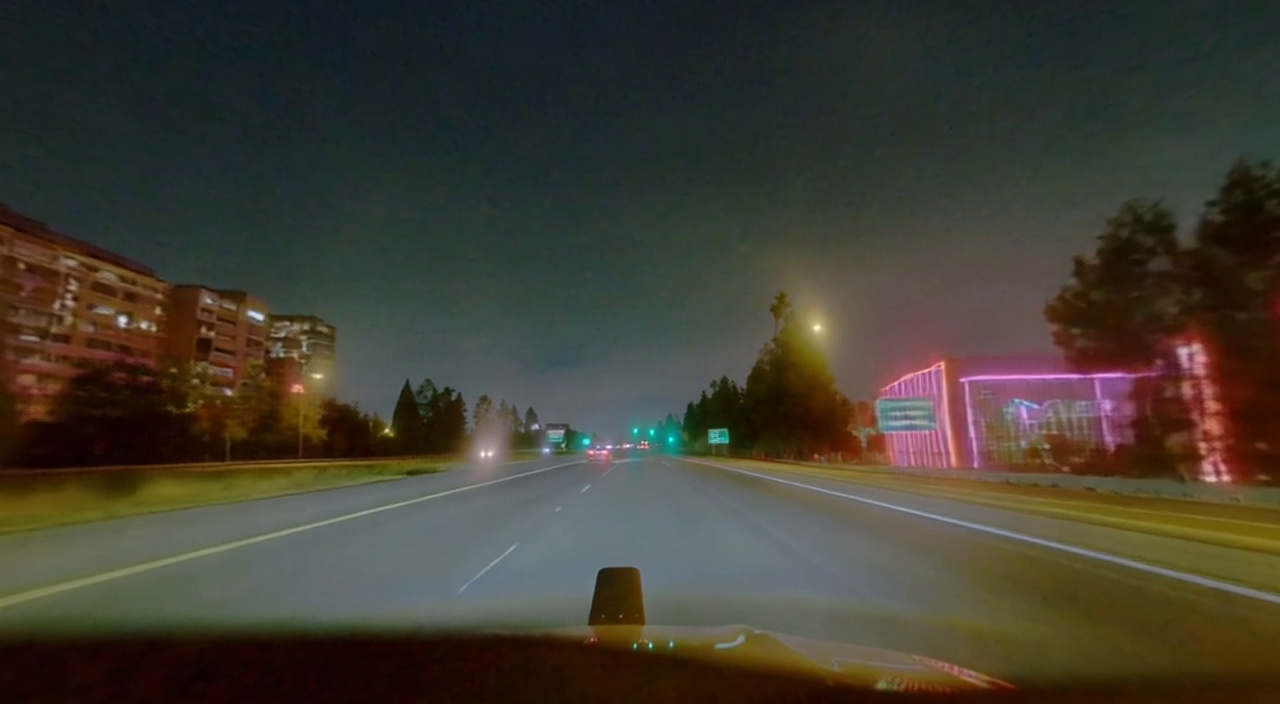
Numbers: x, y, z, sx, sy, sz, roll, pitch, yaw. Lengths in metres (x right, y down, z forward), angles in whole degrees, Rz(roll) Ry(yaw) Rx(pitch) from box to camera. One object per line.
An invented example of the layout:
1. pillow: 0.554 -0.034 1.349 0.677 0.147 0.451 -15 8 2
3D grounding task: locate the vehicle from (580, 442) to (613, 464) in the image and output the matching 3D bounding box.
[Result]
1. vehicle: -3.120 7.321 45.698 2.015 1.557 4.229 0 -9 1
